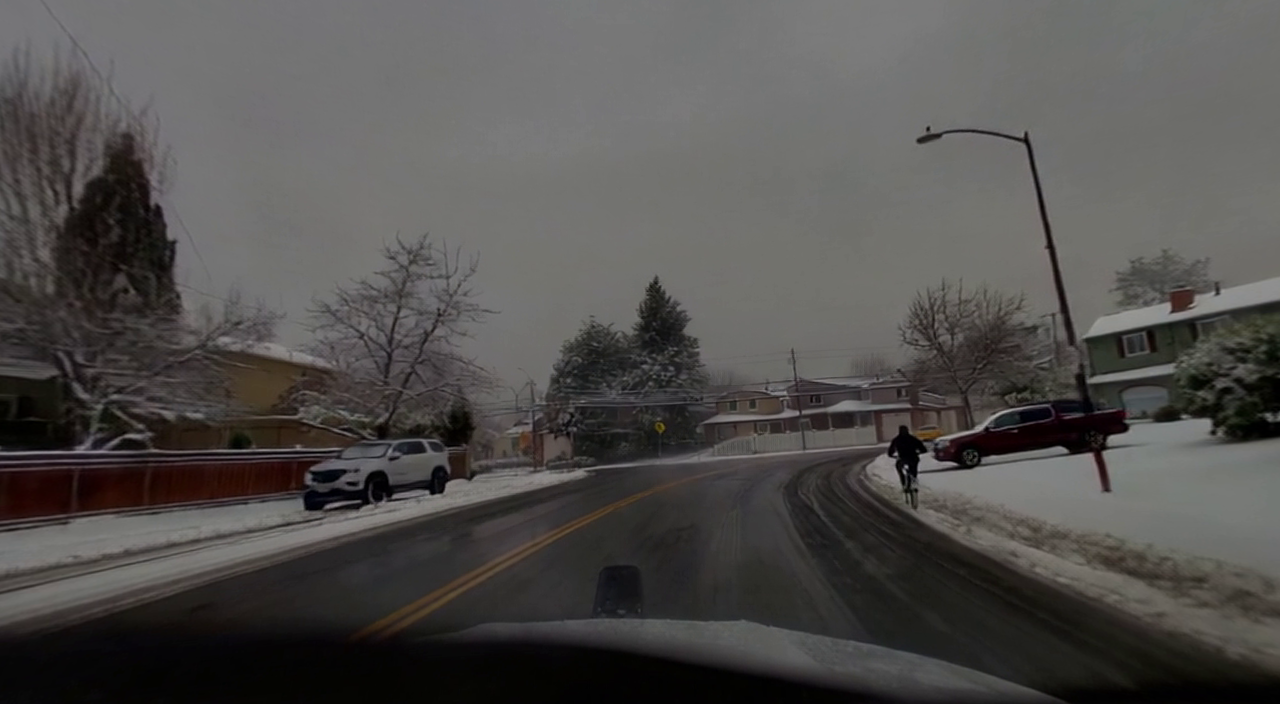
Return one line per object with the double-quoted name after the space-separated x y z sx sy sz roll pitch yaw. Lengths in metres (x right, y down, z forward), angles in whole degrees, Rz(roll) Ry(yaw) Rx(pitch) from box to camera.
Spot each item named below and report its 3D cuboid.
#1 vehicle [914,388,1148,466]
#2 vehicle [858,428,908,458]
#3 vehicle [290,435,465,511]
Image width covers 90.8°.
12.893 2.621 21.450 6.099 1.973 2.450 -7 -9 14 "vehicle"
14.898 5.589 38.567 2.105 1.705 4.392 -5 -10 29 "vehicle"
-6.536 3.044 16.426 1.937 1.670 4.391 -2 -9 13 "vehicle"
